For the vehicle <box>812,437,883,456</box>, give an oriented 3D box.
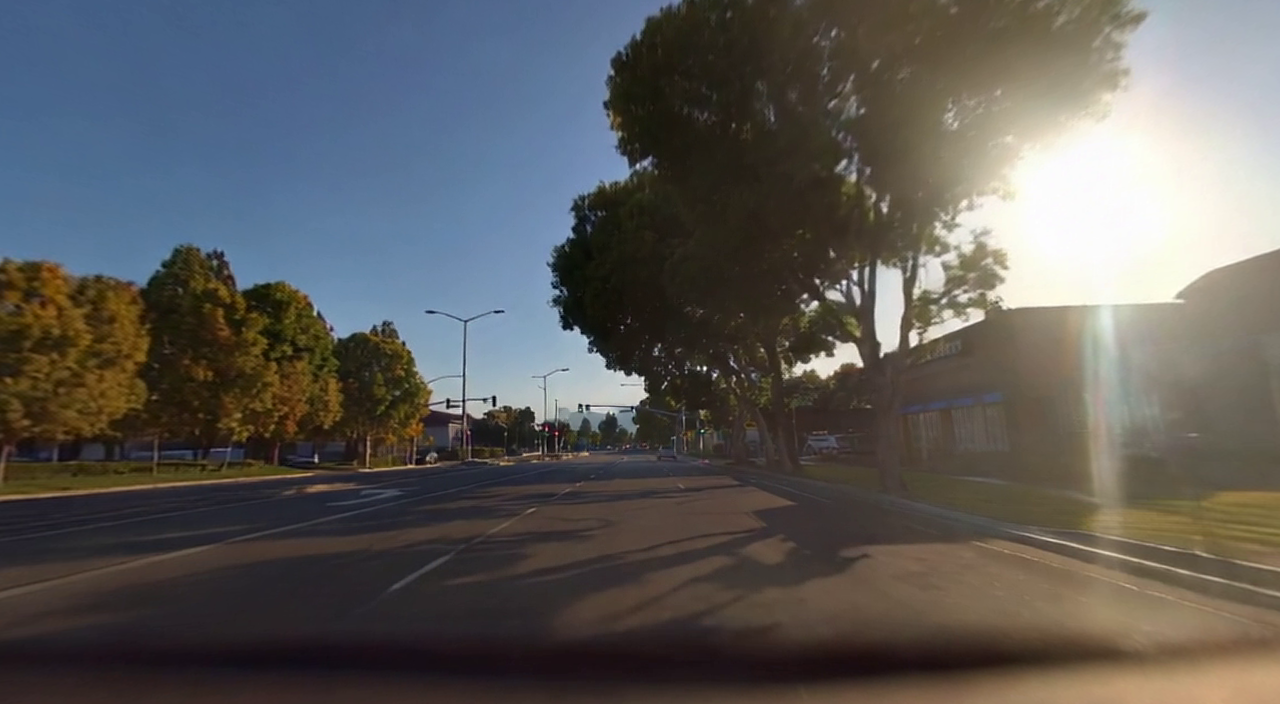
[{"bbox_3d":[16.329,7.481,49.726,4.960,1.505,1.941,0,-9,0],"label":"vehicle"}]
